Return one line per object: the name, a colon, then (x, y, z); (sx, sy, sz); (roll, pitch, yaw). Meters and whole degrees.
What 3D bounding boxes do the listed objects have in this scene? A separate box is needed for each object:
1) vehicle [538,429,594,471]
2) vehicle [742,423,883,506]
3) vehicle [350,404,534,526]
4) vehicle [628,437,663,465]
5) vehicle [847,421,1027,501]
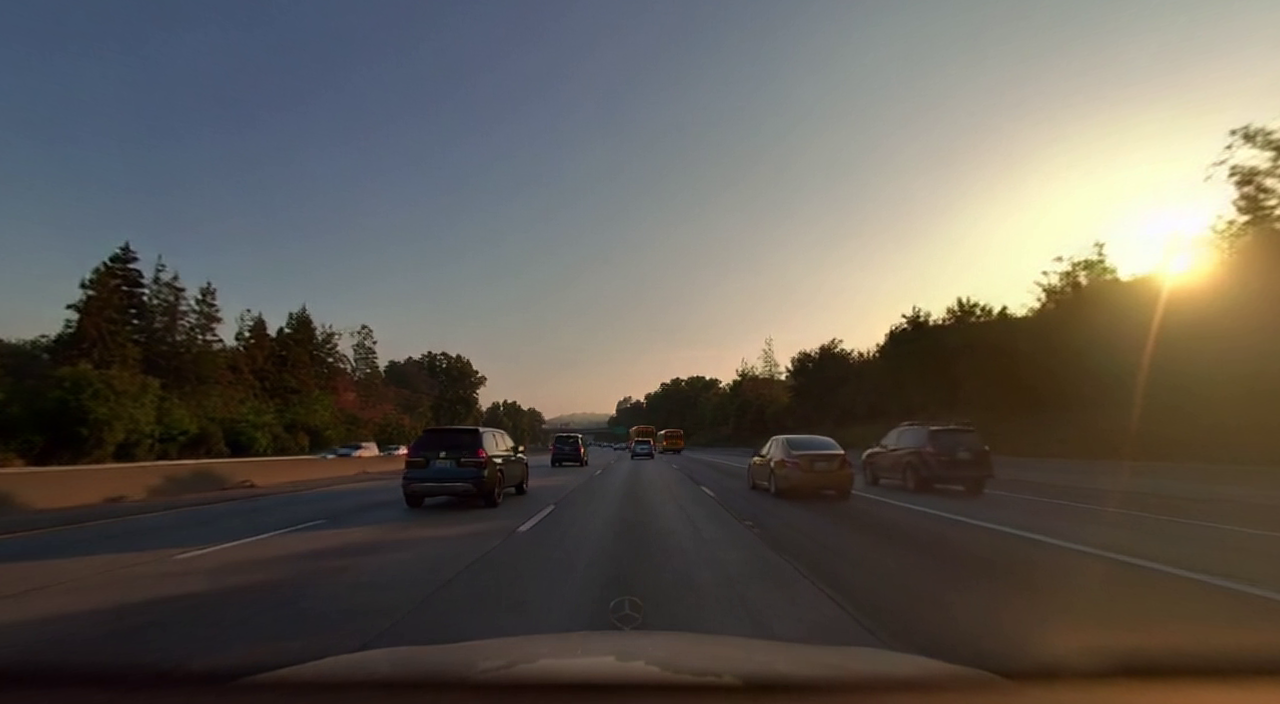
vehicle: (-3.502, 4.756, 30.653); (2.155, 1.843, 4.567); (0, -8, 0)
vehicle: (3.896, 2.643, 15.227); (2.050, 1.661, 4.636); (0, -8, -1)
vehicle: (-3.490, 2.106, 12.208); (2.016, 1.898, 4.458); (0, -8, 1)
vehicle: (0.325, 6.128, 39.218); (2.042, 1.632, 3.654); (0, -8, 0)
vehicle: (7.759, 2.929, 17.371); (2.191, 1.807, 5.692); (0, -8, 0)
